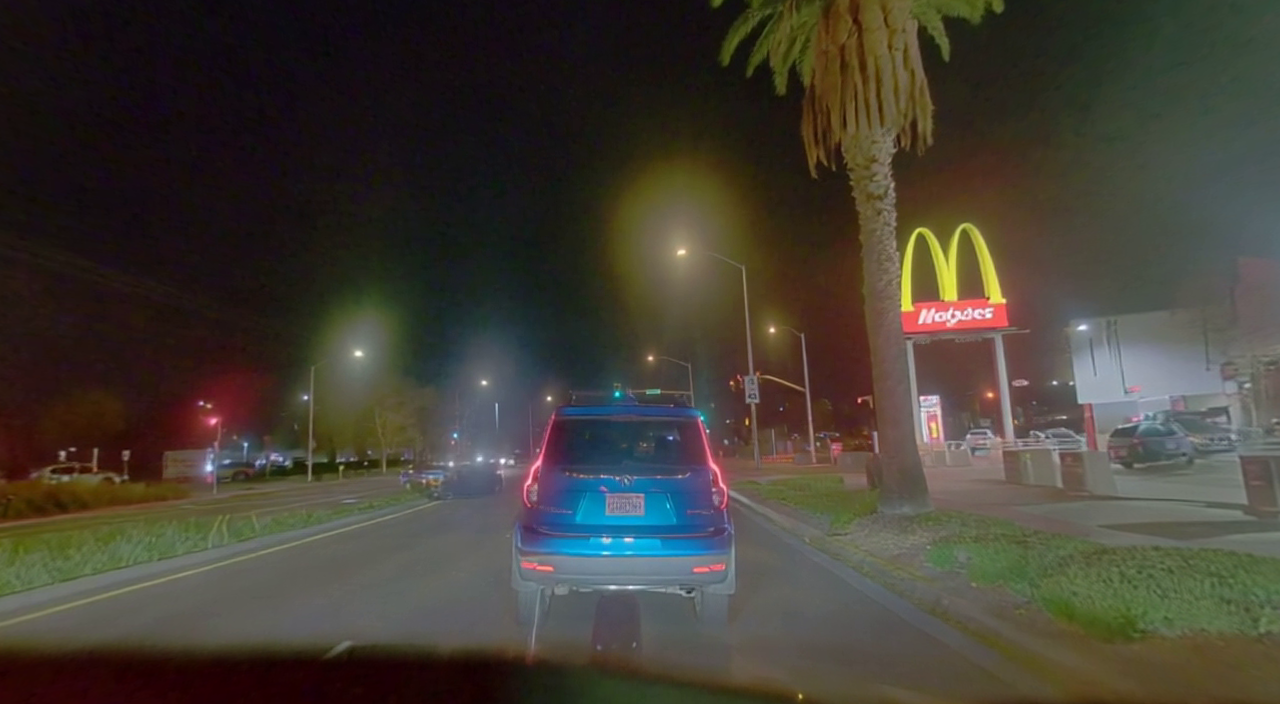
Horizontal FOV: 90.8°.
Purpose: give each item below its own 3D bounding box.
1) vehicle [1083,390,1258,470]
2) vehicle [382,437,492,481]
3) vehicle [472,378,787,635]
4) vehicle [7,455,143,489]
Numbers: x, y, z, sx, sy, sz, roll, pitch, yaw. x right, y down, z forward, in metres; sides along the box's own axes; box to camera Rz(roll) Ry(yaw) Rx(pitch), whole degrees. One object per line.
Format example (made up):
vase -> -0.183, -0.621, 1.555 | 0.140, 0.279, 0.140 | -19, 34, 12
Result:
vehicle -> 16.097, 2.407, 19.060 | 6.060, 2.047, 2.490 | 6, -11, -36
vehicle -> -10.261, 5.520, 32.636 | 2.448, 2.043, 5.988 | -3, -10, 15
vehicle -> -0.121, 1.388, 6.526 | 2.234, 1.818, 3.869 | 0, -9, -2
vehicle -> -27.933, 5.929, 31.449 | 4.593, 1.528, 1.979 | 5, -10, -29
